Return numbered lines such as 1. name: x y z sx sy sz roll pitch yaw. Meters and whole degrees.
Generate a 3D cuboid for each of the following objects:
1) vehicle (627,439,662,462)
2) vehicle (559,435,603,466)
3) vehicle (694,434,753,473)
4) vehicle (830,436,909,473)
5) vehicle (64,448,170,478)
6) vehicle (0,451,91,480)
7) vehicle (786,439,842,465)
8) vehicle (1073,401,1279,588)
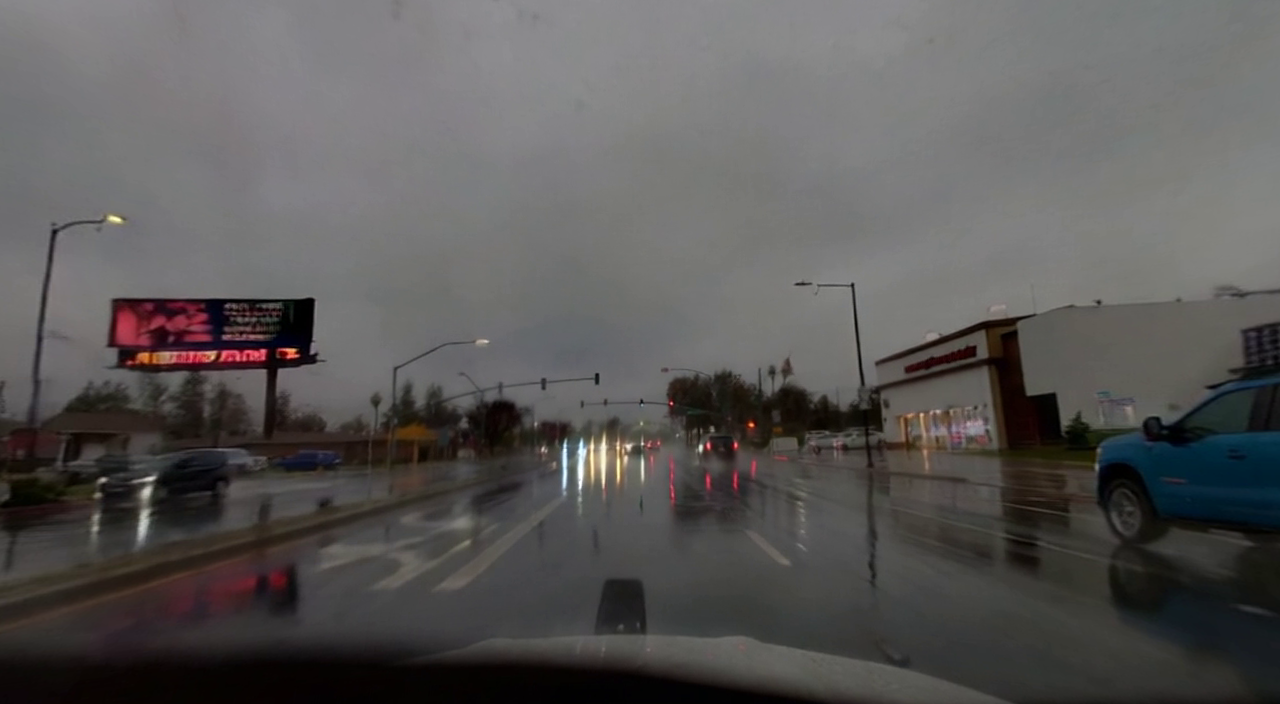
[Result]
1. vehicle: 0.280 6.574 42.289 2.258 1.468 4.076 0 -8 0
2. vehicle: -3.409 5.823 37.446 2.117 1.751 4.478 0 -8 0
3. vehicle: 3.506 4.378 27.395 1.889 1.541 4.303 0 -8 -1
4. vehicle: 10.557 4.735 29.397 1.965 1.573 4.308 0 -8 -1
5. vehicle: -35.654 7.533 43.169 5.329 1.893 2.122 8 -11 -42
6. vehicle: -40.239 7.632 42.768 1.879 1.747 4.268 -7 -11 40
7. vehicle: 10.540 6.097 38.720 1.957 1.500 4.816 0 -8 -2
8. vehicle: 6.628 1.212 5.321 2.140 1.606 5.437 0 -8 0
